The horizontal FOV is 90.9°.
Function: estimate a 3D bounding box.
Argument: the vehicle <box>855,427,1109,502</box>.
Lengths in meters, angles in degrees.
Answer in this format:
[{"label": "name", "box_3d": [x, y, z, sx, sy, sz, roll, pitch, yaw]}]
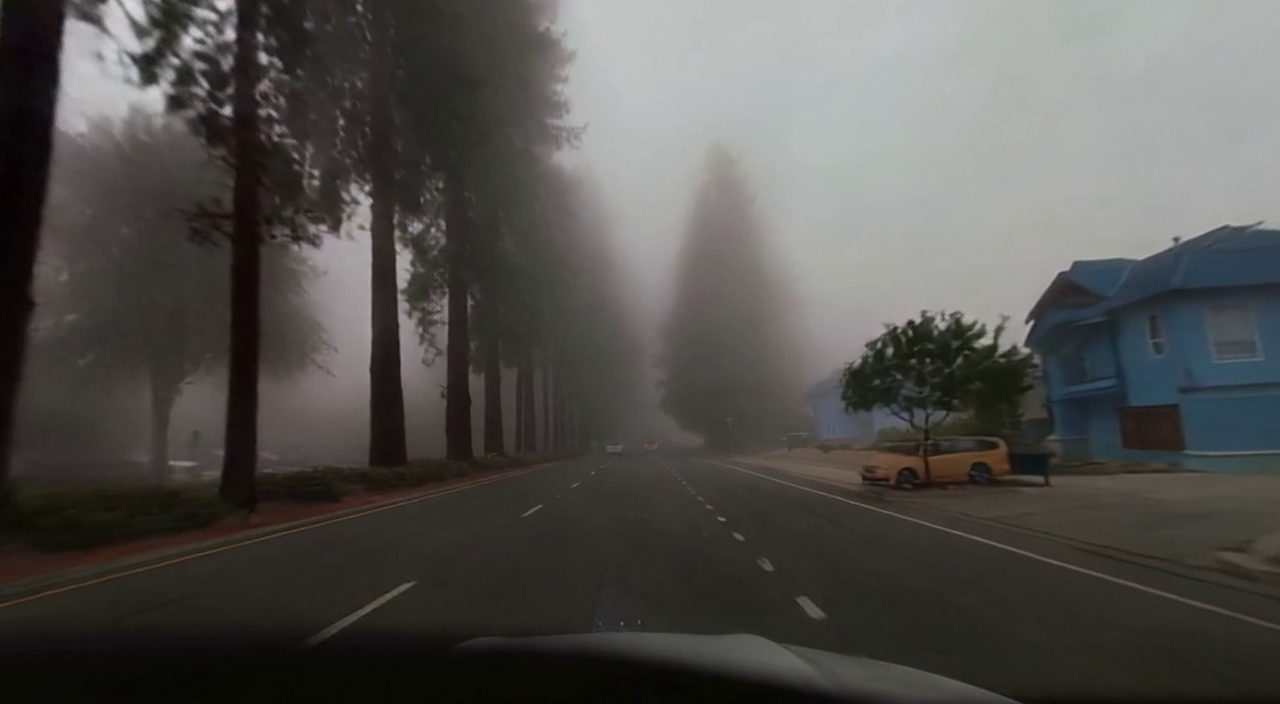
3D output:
[{"label": "vehicle", "box_3d": [7.420, 2.504, 14.215, 4.575, 1.514, 1.932, -2, -9, 10]}]
